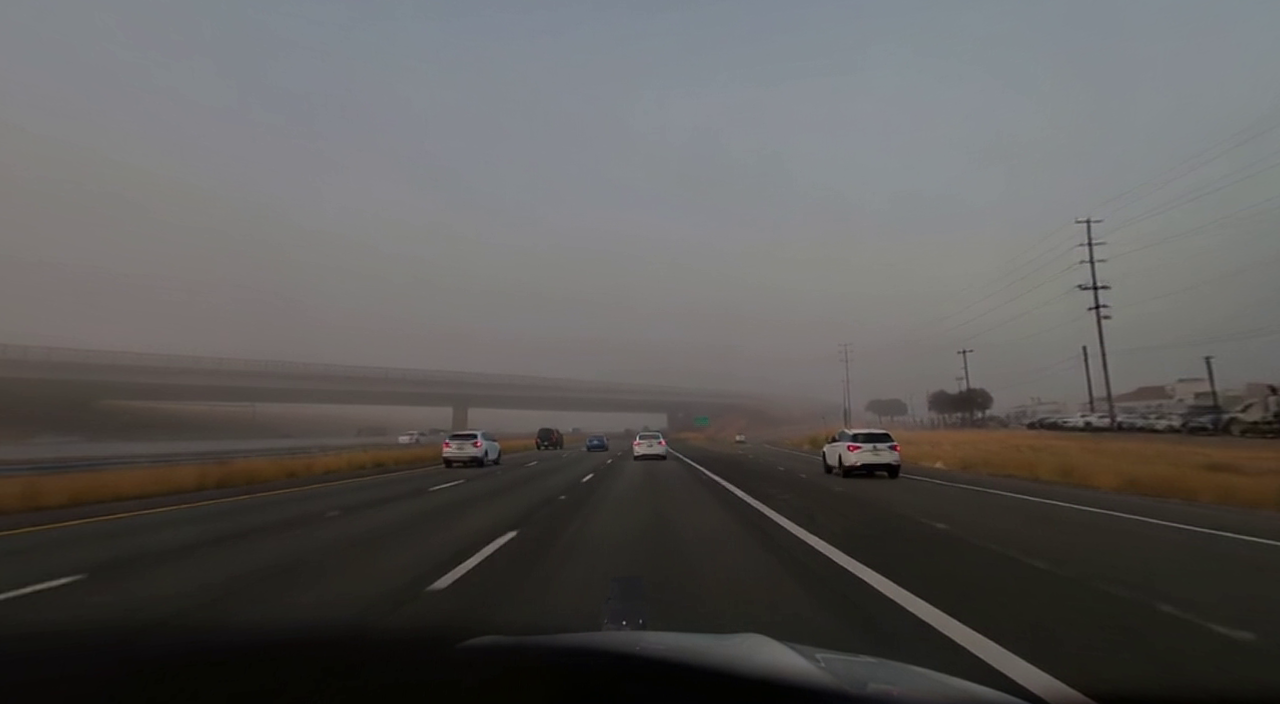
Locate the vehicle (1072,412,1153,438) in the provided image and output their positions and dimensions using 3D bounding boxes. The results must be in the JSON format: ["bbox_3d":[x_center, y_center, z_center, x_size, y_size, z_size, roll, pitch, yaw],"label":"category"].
[{"bbox_3d":[28.902,4.523,38.759,1.797,1.435,4.566,-1,-9,6],"label":"vehicle"}]

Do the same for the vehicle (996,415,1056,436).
[{"bbox_3d":[30.255,5.827,49.662,1.926,1.468,5.111,-1,-9,6],"label":"vehicle"}]

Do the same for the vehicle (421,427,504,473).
[{"bbox_3d":[-7.121,3.984,25.765,2.067,1.682,4.388,0,-9,0],"label":"vehicle"}]

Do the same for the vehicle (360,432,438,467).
[{"bbox_3d":[-11.358,4.647,30.125,1.858,1.491,4.734,0,-9,0],"label":"vehicle"}]

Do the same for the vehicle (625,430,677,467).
[{"bbox_3d":[0.442,4.320,28.239,2.145,1.493,4.146,0,-9,0],"label":"vehicle"}]

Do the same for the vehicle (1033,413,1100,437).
[{"bbox_3d":[29.679,5.139,44.088,1.842,1.460,4.810,-1,-9,8],"label":"vehicle"}]

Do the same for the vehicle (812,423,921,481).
[{"bbox_3d":[7.212,3.253,20.695,2.095,1.674,4.530,0,-9,3],"label":"vehicle"}]
